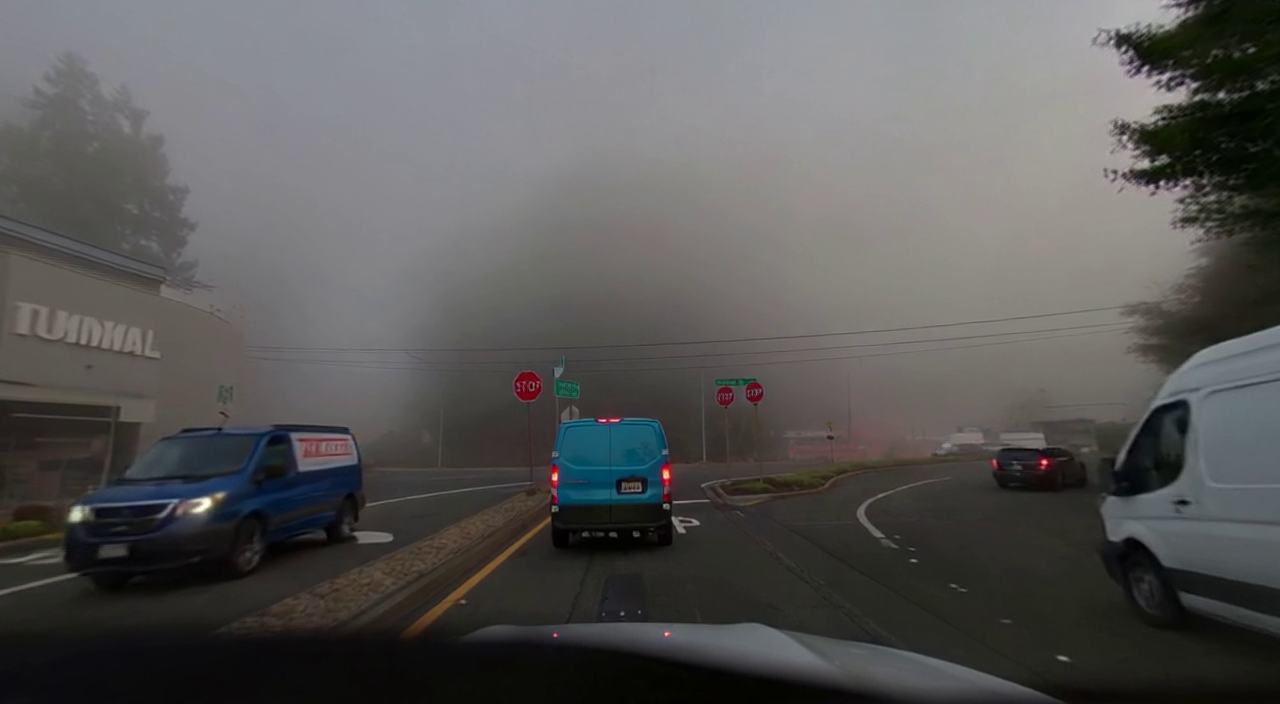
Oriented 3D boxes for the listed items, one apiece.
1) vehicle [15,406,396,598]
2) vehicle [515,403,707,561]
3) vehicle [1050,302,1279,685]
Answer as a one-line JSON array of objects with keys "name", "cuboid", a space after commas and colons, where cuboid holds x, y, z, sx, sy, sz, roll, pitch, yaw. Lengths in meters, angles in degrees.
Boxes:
[{"name": "vehicle", "cuboid": [-4.866, 1.722, 8.179, 1.985, 1.710, 4.651, 1, -9, -6]}, {"name": "vehicle", "cuboid": [-0.273, 1.867, 9.742, 2.237, 1.828, 4.546, 0, -9, 2]}, {"name": "vehicle", "cuboid": [4.837, 0.738, 3.062, 2.385, 2.196, 5.640, -1, -9, 7]}]
